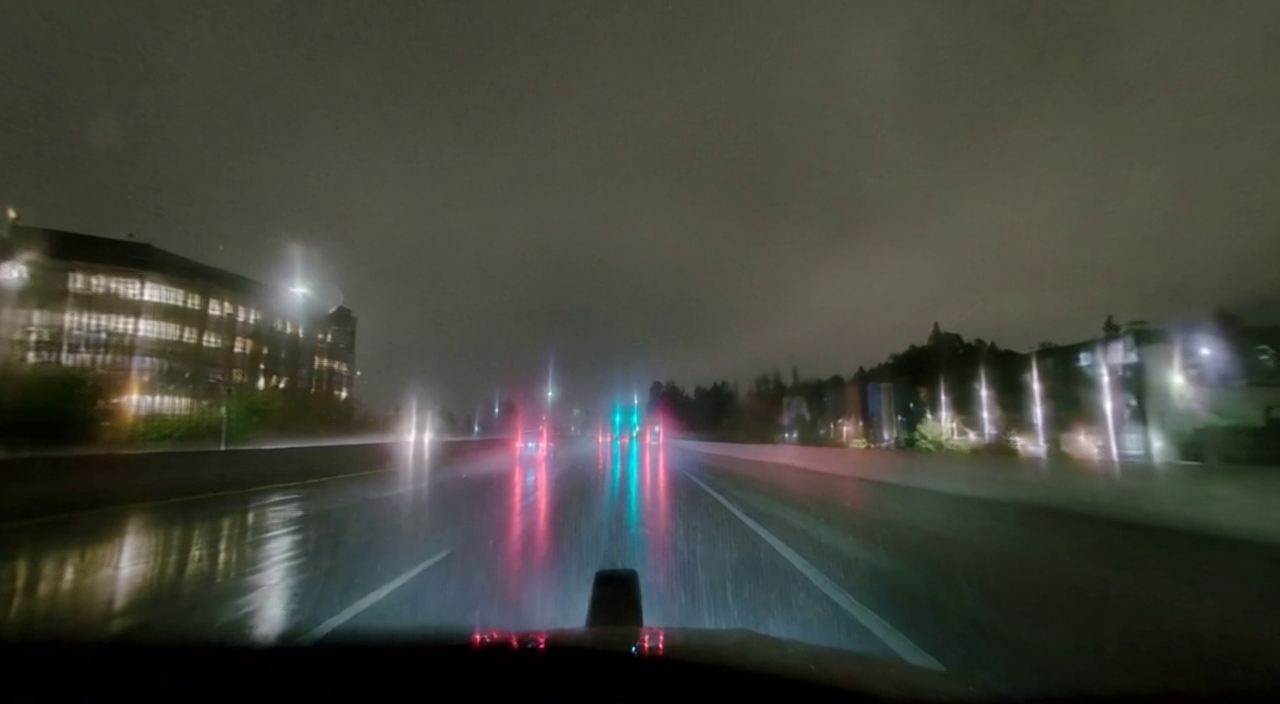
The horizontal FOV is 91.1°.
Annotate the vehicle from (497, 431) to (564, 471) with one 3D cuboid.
[{"bbox_3d":[-4.416,4.063,26.049,1.996,1.490,4.571,0,-8,0],"label":"vehicle"}]
